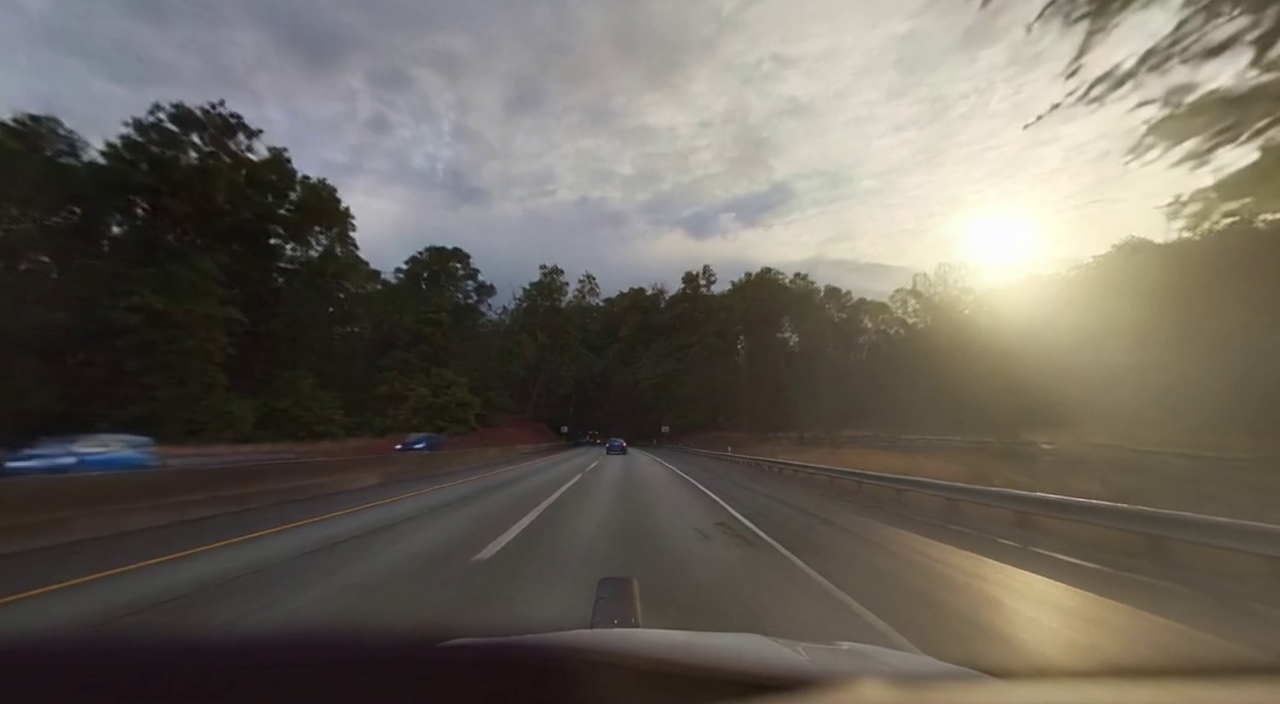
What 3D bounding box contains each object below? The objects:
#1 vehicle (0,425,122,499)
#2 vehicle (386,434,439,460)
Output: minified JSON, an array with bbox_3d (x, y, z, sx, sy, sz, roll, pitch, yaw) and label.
[{"bbox_3d":[-15.138,2.592,14.970,1.989,1.617,4.293,0,-8,-1],"label":"vehicle"},{"bbox_3d":[-15.436,6.459,42.935,2.041,1.622,4.537,0,-8,-1],"label":"vehicle"}]
